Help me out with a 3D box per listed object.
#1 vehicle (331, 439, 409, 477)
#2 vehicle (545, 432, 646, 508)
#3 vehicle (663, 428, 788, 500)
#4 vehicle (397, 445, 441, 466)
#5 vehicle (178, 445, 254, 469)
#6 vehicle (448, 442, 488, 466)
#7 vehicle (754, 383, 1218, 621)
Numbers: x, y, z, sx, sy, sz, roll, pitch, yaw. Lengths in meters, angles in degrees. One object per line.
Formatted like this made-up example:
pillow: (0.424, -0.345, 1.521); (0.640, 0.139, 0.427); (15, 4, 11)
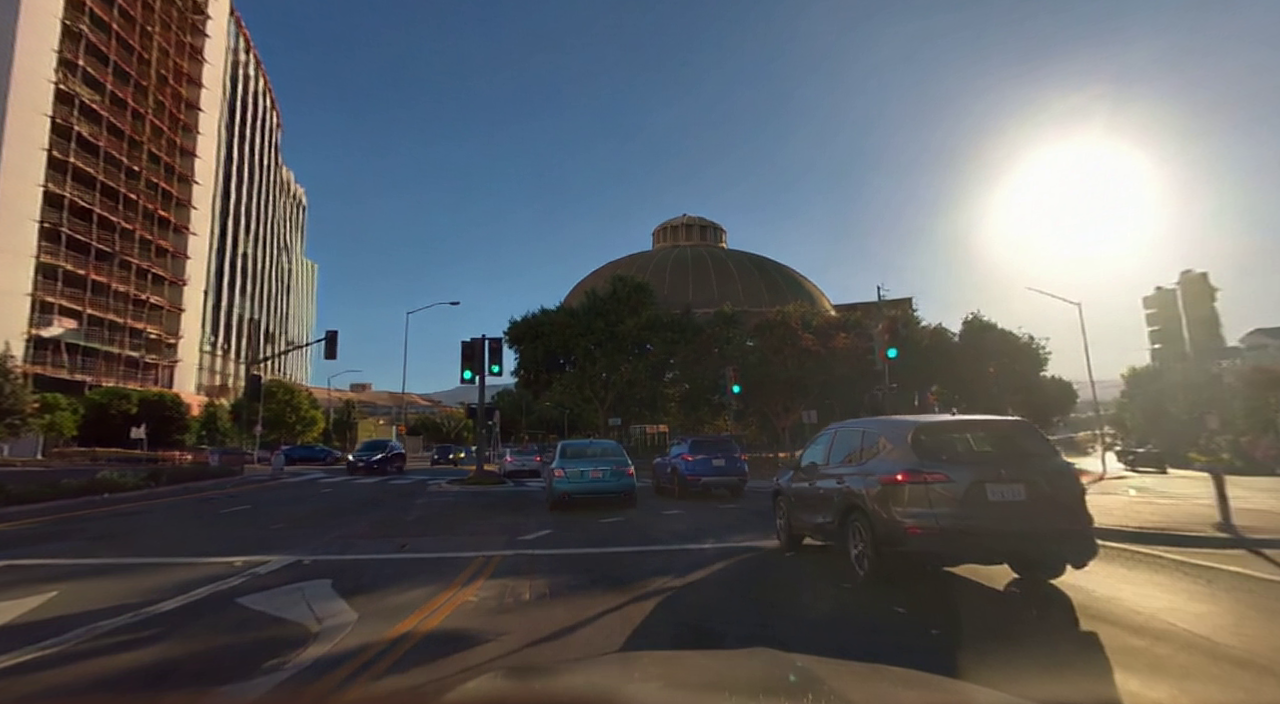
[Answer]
vehicle: (-13.035, 5.114, 30.750); (2.303, 1.692, 4.571); (1, -9, -8)
vehicle: (-1.254, 2.891, 15.895); (2.132, 1.632, 3.889); (1, -9, -10)
vehicle: (2.174, 3.043, 17.529); (2.103, 1.710, 4.396); (1, -9, -11)
vehicle: (-16.322, 7.633, 46.707); (2.013, 1.466, 4.430); (0, -9, -6)
vehicle: (-29.078, 7.157, 43.244); (4.653, 1.459, 2.228); (-4, -9, 27)
vehicle: (-12.331, 7.366, 45.557); (2.092, 1.629, 4.133); (0, -9, -6)
vehicle: (3.104, 1.487, 7.296); (2.320, 1.772, 4.872); (0, -9, -4)
